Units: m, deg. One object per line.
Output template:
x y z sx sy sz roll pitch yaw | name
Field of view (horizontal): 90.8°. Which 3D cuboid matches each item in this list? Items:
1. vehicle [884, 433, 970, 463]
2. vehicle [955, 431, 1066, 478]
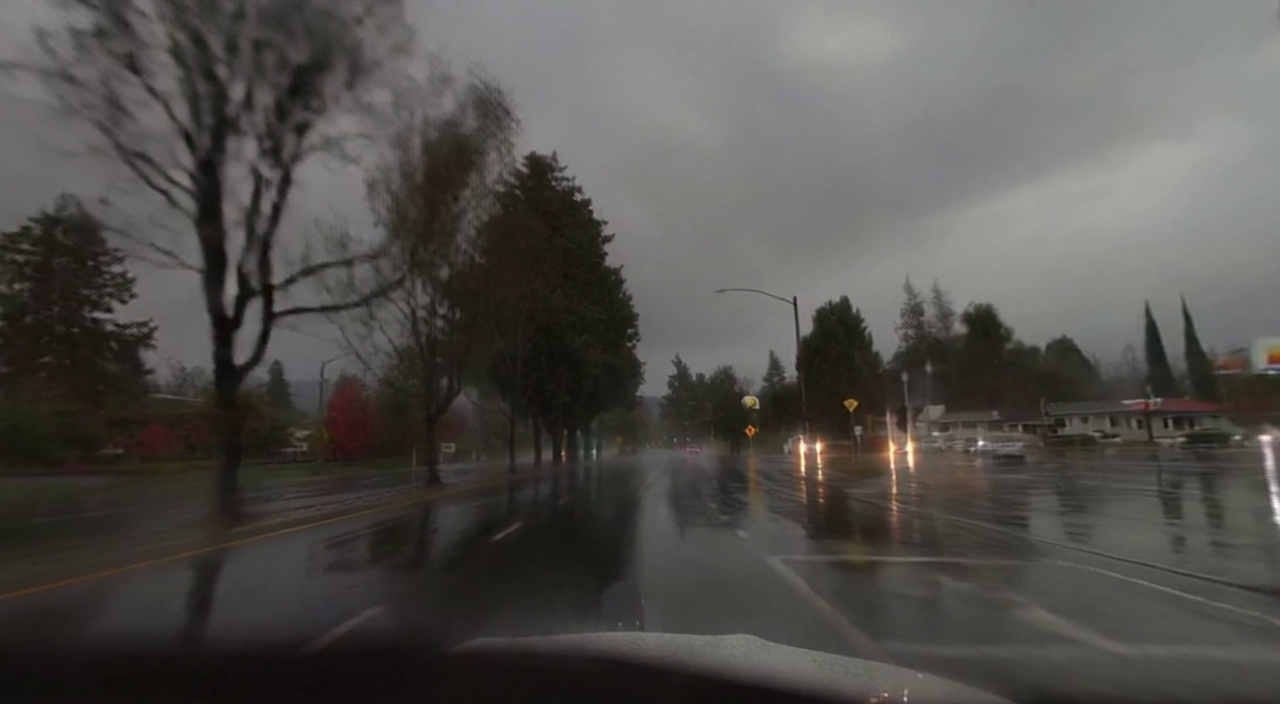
18.678 6.272 41.200 4.543 1.838 2.127 1 -9 -7 | vehicle
13.716 3.831 23.294 4.744 1.475 2.008 9 -16 -41 | vehicle
